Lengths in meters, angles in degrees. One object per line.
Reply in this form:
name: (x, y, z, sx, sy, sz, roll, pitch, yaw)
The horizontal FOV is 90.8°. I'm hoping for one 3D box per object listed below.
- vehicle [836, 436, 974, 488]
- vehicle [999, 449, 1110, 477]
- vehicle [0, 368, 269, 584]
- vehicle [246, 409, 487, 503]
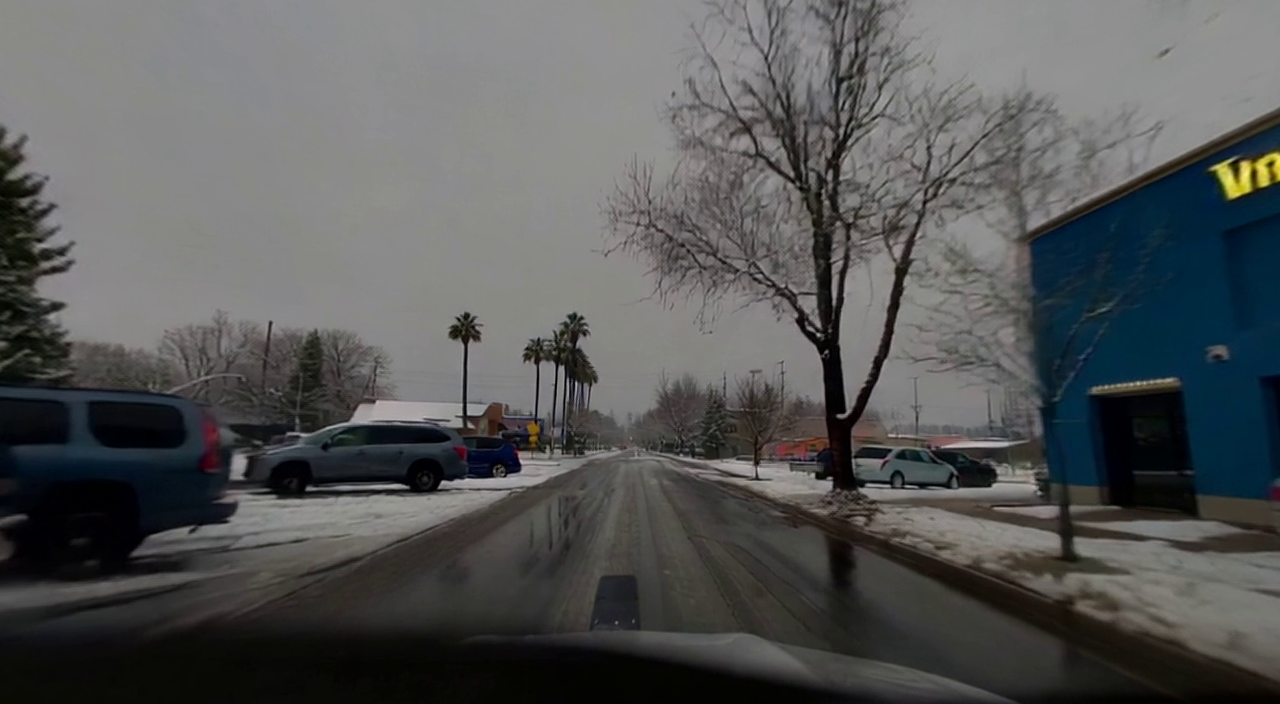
vehicle: (9.833, 4.082, 23.444, 4.758, 1.759, 2.068, 5, -11, -28)
vehicle: (24.911, 6.686, 38.210, 1.785, 1.539, 5.214, 7, -11, -34)
vehicle: (-6.441, 1.160, 6.107, 4.652, 1.834, 1.956, 3, -9, -24)
vehicle: (-6.325, 2.408, 14.877, 4.787, 1.867, 2.092, 6, -10, -34)
